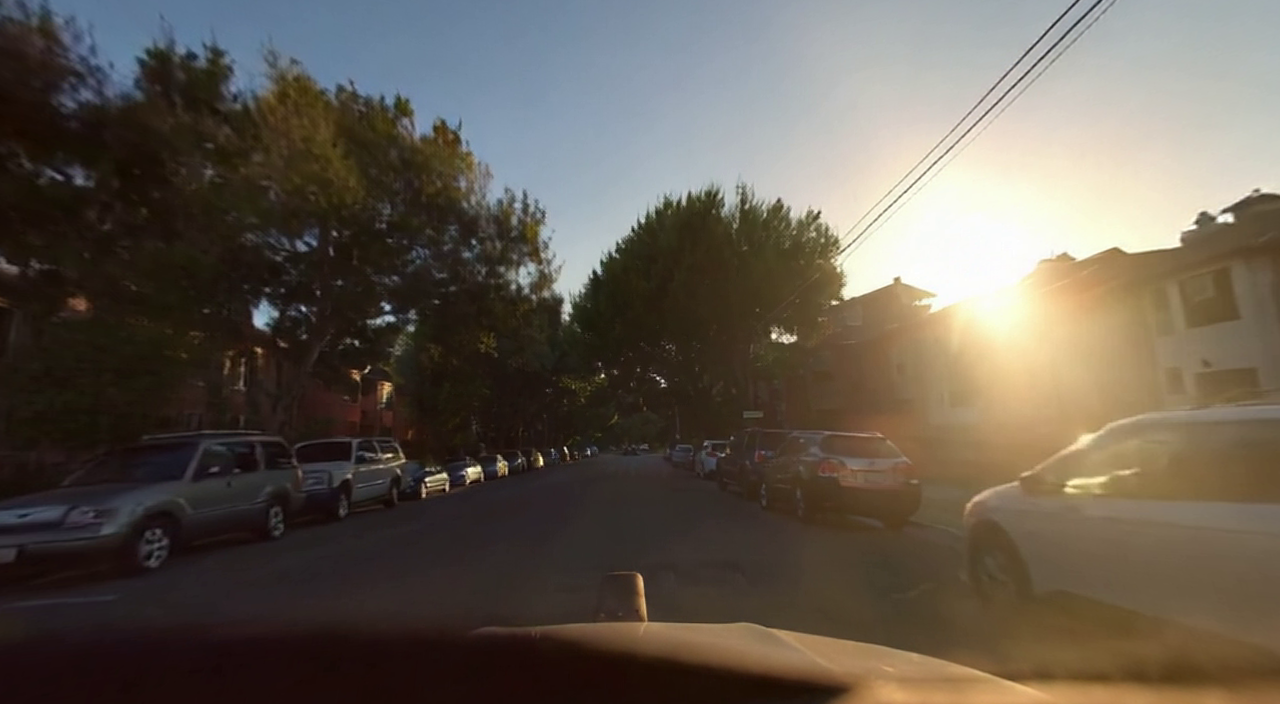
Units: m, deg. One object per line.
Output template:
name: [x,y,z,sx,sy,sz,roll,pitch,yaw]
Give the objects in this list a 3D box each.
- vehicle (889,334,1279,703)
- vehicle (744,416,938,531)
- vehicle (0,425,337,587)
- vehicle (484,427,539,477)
vehicle: [3.936,1.030,3.941,2.280,1.850,5.961,0,-8,0]
vehicle: [3.784,2.407,13.152,2.214,1.885,5.268,0,-8,-1]
vehicle: [-7.337,2.276,10.051,2.384,1.781,5.492,-3,-10,-1]
vehicle: [-7.812,6.170,38.829,2.294,2.707,6.199,-2,-9,-2]
